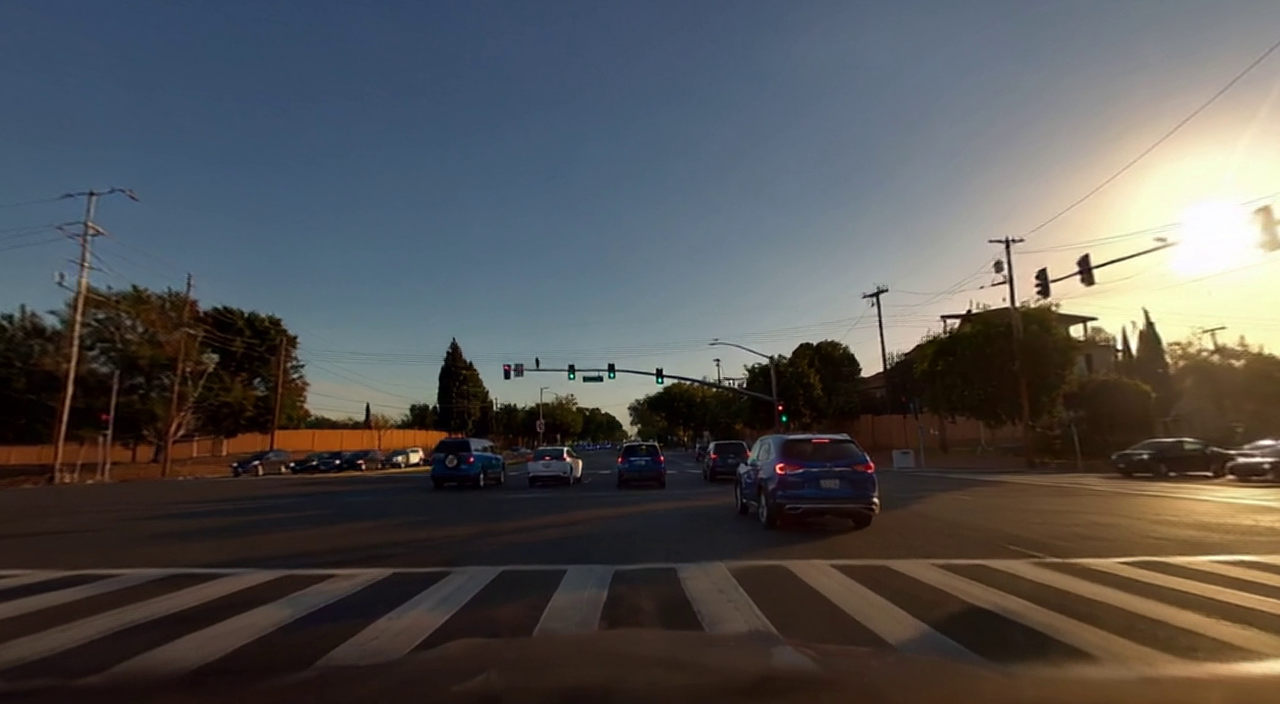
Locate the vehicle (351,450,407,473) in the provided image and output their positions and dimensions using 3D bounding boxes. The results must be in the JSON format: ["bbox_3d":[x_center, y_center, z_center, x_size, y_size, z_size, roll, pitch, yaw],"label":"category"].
[{"bbox_3d":[-18.250,7.680,44.375,1.994,1.496,4.211,-1,-9,2],"label":"vehicle"}]

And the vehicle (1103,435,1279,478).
[{"bbox_3d":[20.332,3.870,23.391,4.830,1.493,1.930,0,-9,-1],"label":"vehicle"}]

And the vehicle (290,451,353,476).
[{"bbox_3d":[-21.551,7.505,42.888,1.891,1.577,4.238,-1,-9,3],"label":"vehicle"}]

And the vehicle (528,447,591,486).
[{"bbox_3d":[-3.202,4.648,26.039,1.881,1.466,4.484,0,-9,1],"label":"vehicle"}]

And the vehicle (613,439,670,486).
[{"bbox_3d":[0.091,4.408,25.427,2.111,1.712,4.078,0,-9,1],"label":"vehicle"}]

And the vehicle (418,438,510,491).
[{"bbox_3d":[-6.660,4.299,24.479,2.116,1.812,4.609,0,-9,2],"label":"vehicle"}]

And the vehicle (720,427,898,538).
[{"bbox_3d":[2.846,2.311,11.836,2.034,1.655,4.465,0,-9,-1],"label":"vehicle"}]

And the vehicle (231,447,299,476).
[{"bbox_3d":[-24.901,7.271,42.152,1.889,1.814,4.086,0,-9,1],"label":"vehicle"}]
